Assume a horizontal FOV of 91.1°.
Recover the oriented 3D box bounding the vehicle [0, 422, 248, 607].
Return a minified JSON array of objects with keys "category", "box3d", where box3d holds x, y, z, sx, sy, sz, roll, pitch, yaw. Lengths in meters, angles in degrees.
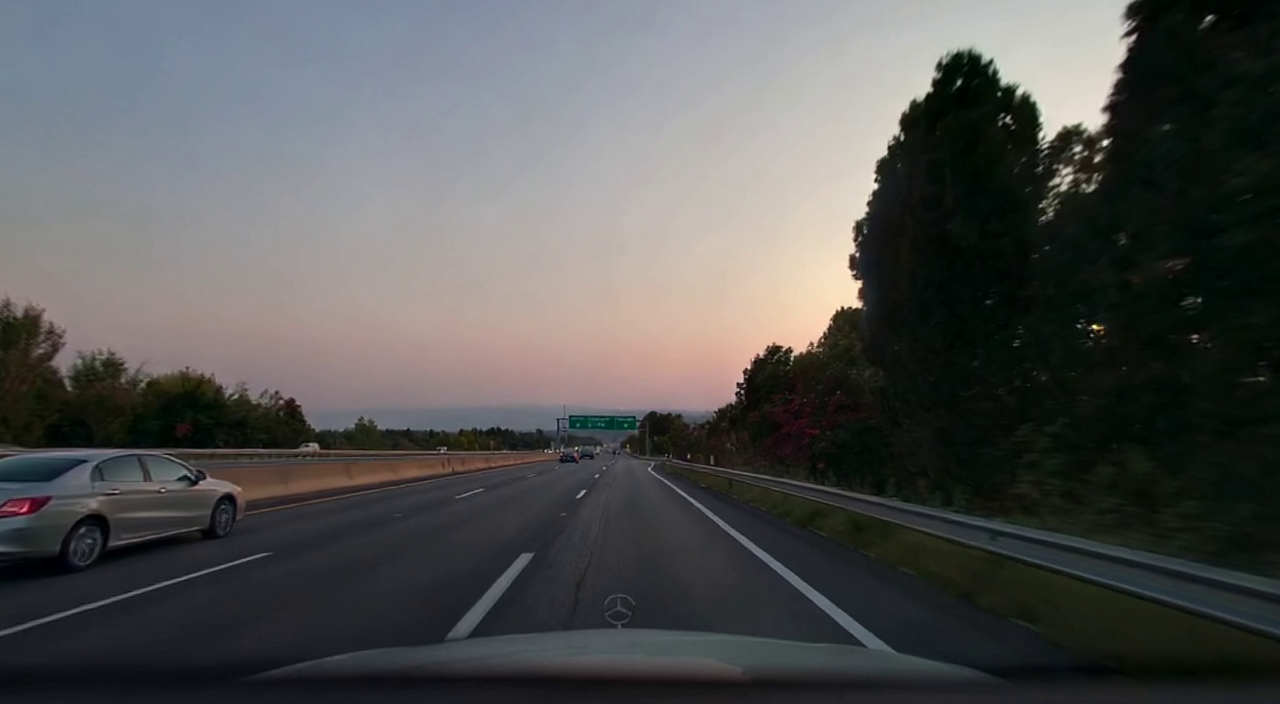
[{"category":"vehicle","box3d":[-6.553,1.589,6.595,2.034,1.578,4.488,0,-9,-1]}]
